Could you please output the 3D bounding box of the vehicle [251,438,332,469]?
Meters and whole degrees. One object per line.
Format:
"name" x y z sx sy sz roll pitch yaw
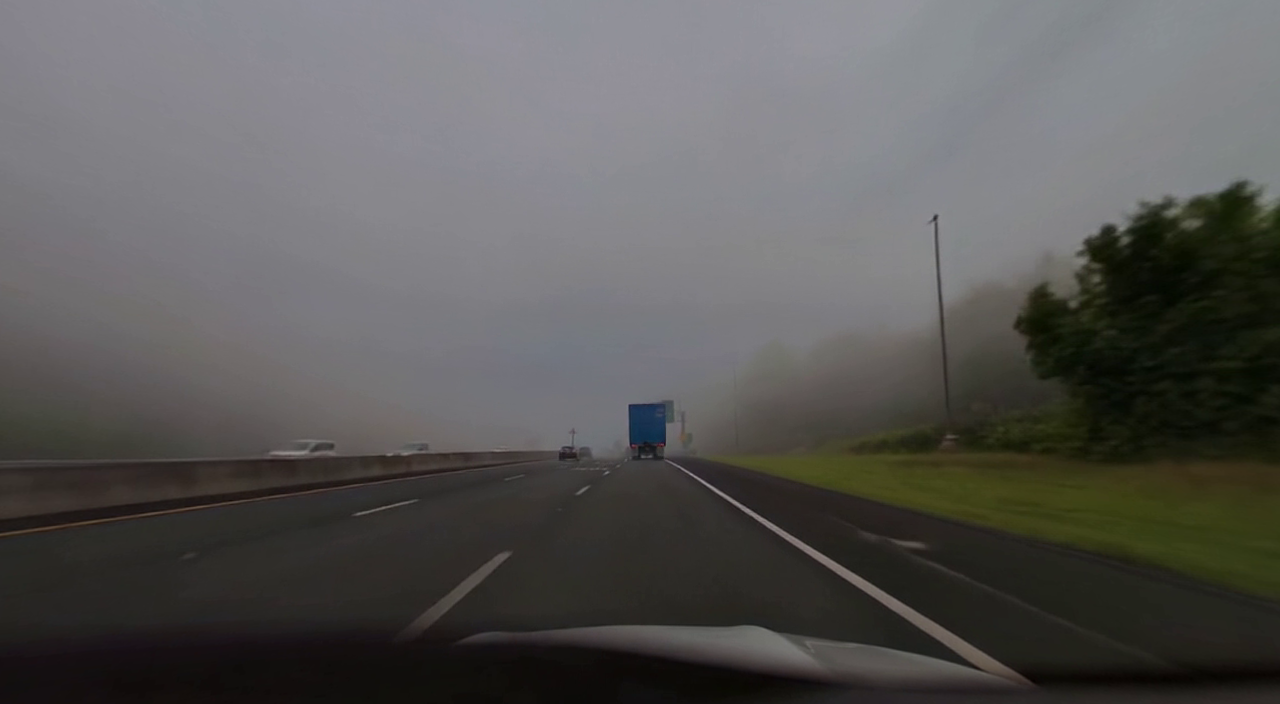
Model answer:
"vehicle" -20.604 6.020 37.503 1.974 1.668 4.917 0 -8 1

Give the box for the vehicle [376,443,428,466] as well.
"vehicle" -16.833 7.256 44.776 1.878 1.537 4.489 0 -8 0
